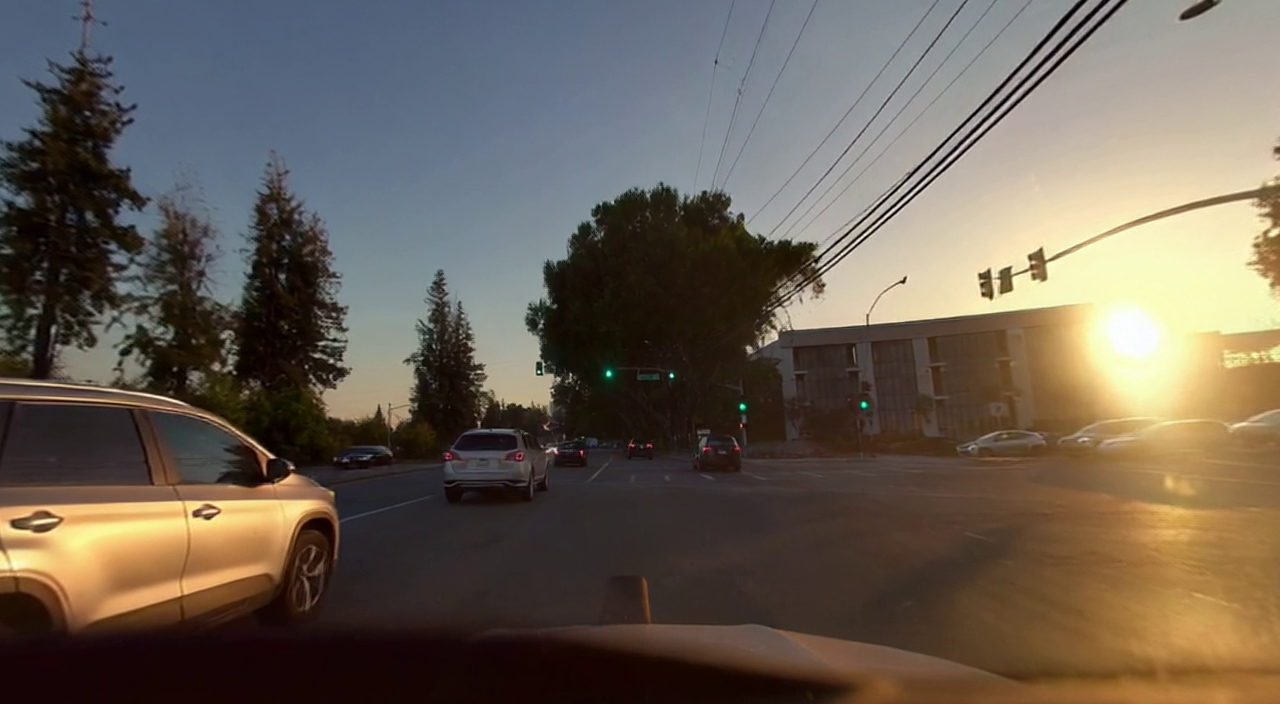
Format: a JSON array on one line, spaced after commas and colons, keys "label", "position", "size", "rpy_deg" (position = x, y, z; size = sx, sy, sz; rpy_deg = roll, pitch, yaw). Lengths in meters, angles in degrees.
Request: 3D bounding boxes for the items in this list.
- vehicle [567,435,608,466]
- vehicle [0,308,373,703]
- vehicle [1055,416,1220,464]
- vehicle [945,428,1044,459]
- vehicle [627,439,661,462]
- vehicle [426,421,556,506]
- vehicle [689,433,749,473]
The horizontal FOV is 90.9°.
[{"label": "vehicle", "position": [-2.949, 5.684, 36.436], "size": [1.900, 1.677, 4.128], "rpy_deg": [0, -8, 2]}, {"label": "vehicle", "position": [-3.312, 0.843, 2.979], "size": [2.127, 1.754, 4.287], "rpy_deg": [0, -8, 1]}, {"label": "vehicle", "position": [19.625, 3.492, 25.003], "size": [5.033, 1.802, 1.928], "rpy_deg": [1, -9, -5]}, {"label": "vehicle", "position": [19.262, 5.001, 34.422], "size": [4.119, 1.574, 2.028], "rpy_deg": [0, -9, 2]}, {"label": "vehicle", "position": [0.287, 6.773, 43.372], "size": [2.185, 1.515, 4.215], "rpy_deg": [0, -8, 1]}, {"label": "vehicle", "position": [-3.395, 2.640, 15.320], "size": [1.958, 1.744, 4.315], "rpy_deg": [0, -8, 2]}, {"label": "vehicle", "position": [3.614, 4.733, 29.795], "size": [2.201, 1.734, 4.564], "rpy_deg": [0, -8, -1]}]
